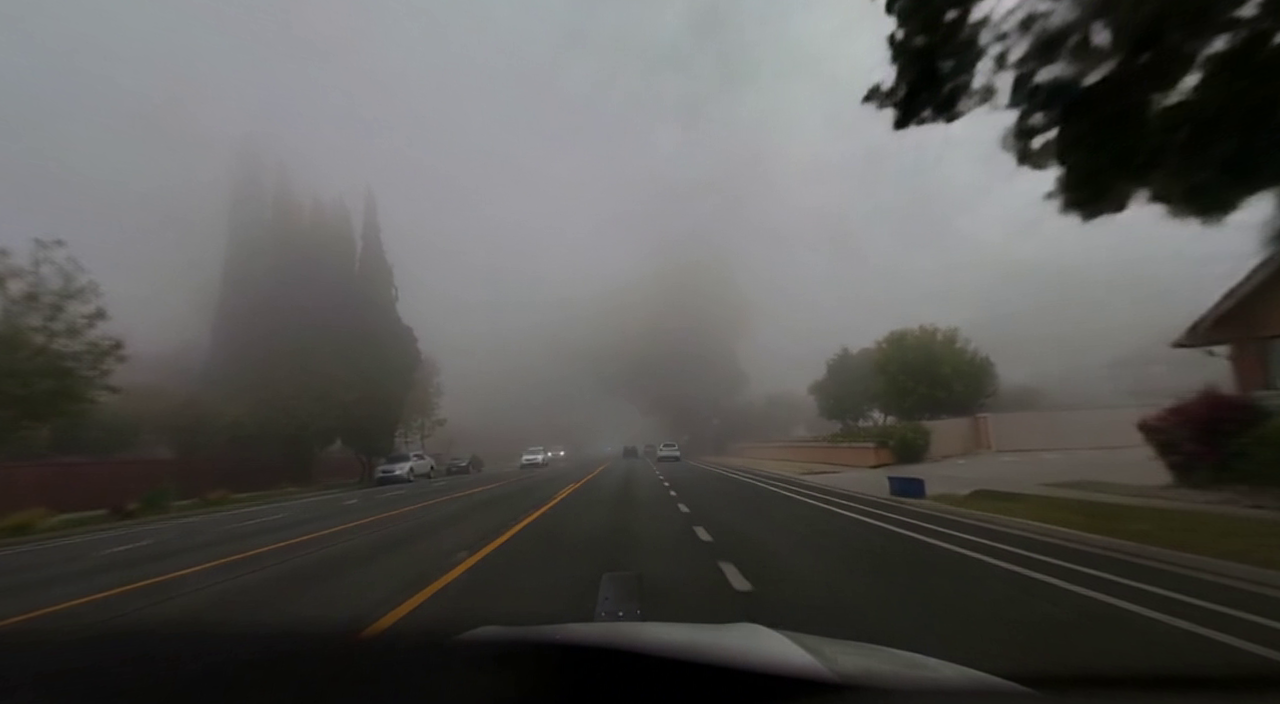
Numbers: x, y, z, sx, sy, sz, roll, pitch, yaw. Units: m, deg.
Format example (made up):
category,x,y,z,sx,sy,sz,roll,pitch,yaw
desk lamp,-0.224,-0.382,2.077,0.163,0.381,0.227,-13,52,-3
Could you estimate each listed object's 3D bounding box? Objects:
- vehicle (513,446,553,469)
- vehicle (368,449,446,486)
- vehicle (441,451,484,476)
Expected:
category,x,y,z,sx,sy,sz,roll,pitch,yaw
vehicle,-7.421,7.377,44.299,2.004,1.508,4.525,0,-9,0
vehicle,-12.422,6.177,34.140,2.094,1.797,5.655,0,-9,0
vehicle,-12.612,7.939,45.080,1.969,1.613,4.129,-3,-9,-1
